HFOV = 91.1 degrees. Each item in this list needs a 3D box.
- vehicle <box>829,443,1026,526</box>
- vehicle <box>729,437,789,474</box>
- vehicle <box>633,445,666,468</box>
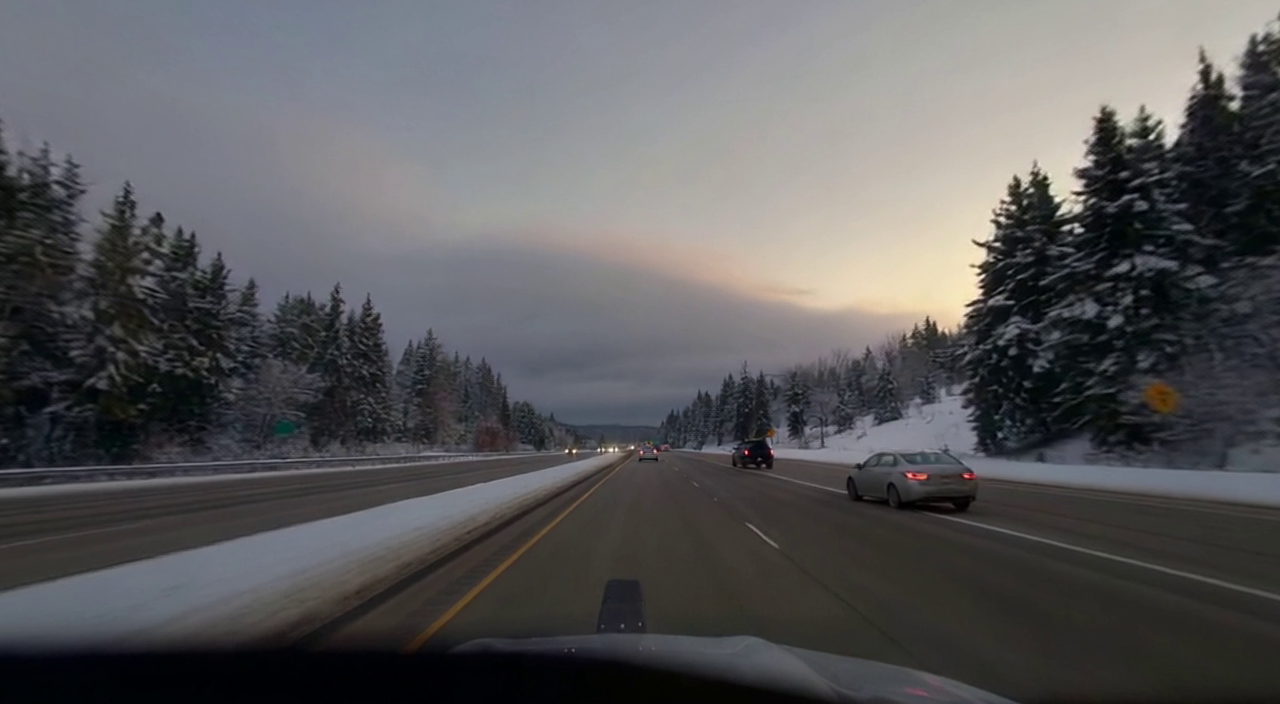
[{"bbox_3d":[5.917,2.740,13.753,1.904,1.453,4.789,0,-8,-2],"label":"vehicle"},{"bbox_3d":[6.675,5.859,35.931,2.206,1.902,5.460,0,-8,-2],"label":"vehicle"},{"bbox_3d":[0.611,6.878,41.544,2.052,1.472,4.295,0,-8,0],"label":"vehicle"}]
